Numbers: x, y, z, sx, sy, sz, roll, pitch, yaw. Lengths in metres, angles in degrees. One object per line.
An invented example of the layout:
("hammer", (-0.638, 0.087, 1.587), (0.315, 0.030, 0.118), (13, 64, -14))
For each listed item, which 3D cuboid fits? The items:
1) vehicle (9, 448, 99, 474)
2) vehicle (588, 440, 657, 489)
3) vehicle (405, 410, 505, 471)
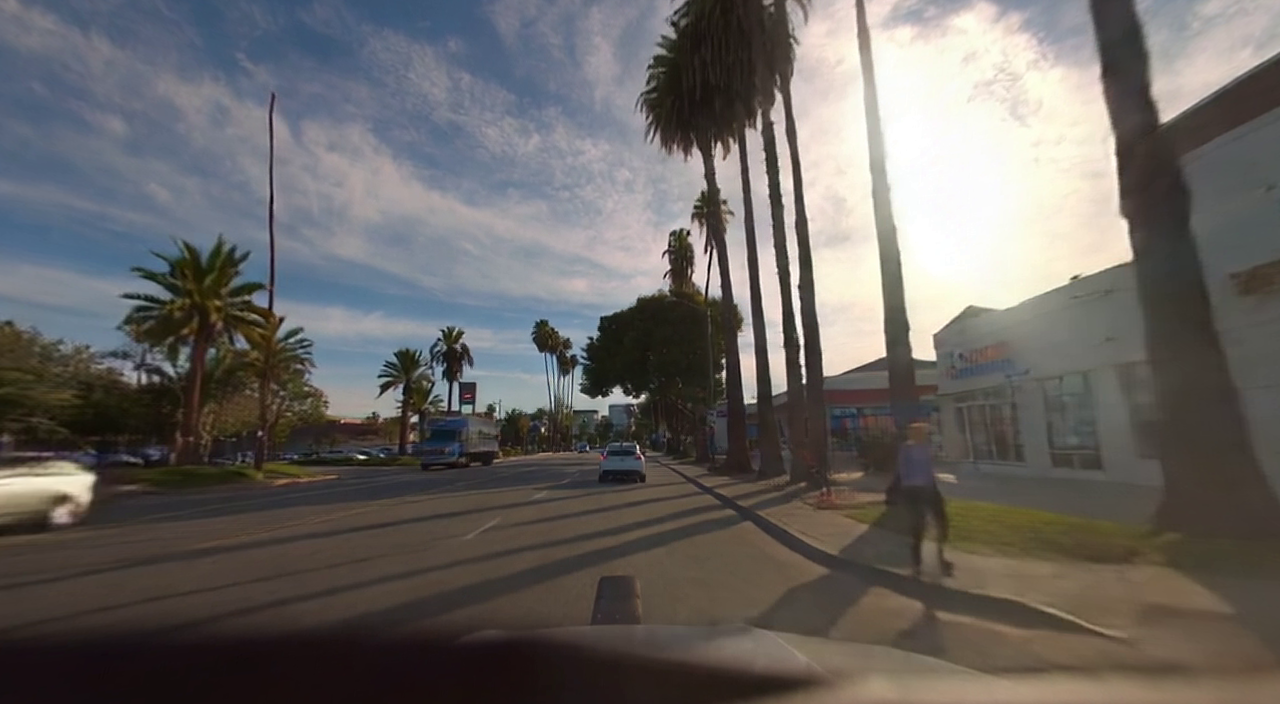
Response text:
("vehicle", (-44.310, 8.229, 47.793), (4.802, 1.933, 2.076), (-1, -9, 4))
("vehicle", (-0.560, 3.719, 21.225), (2.076, 1.486, 4.119), (0, -9, -1))
("vehicle", (-12.055, 6.060, 42.820), (3.022, 3.532, 12.586), (0, -9, 0))
